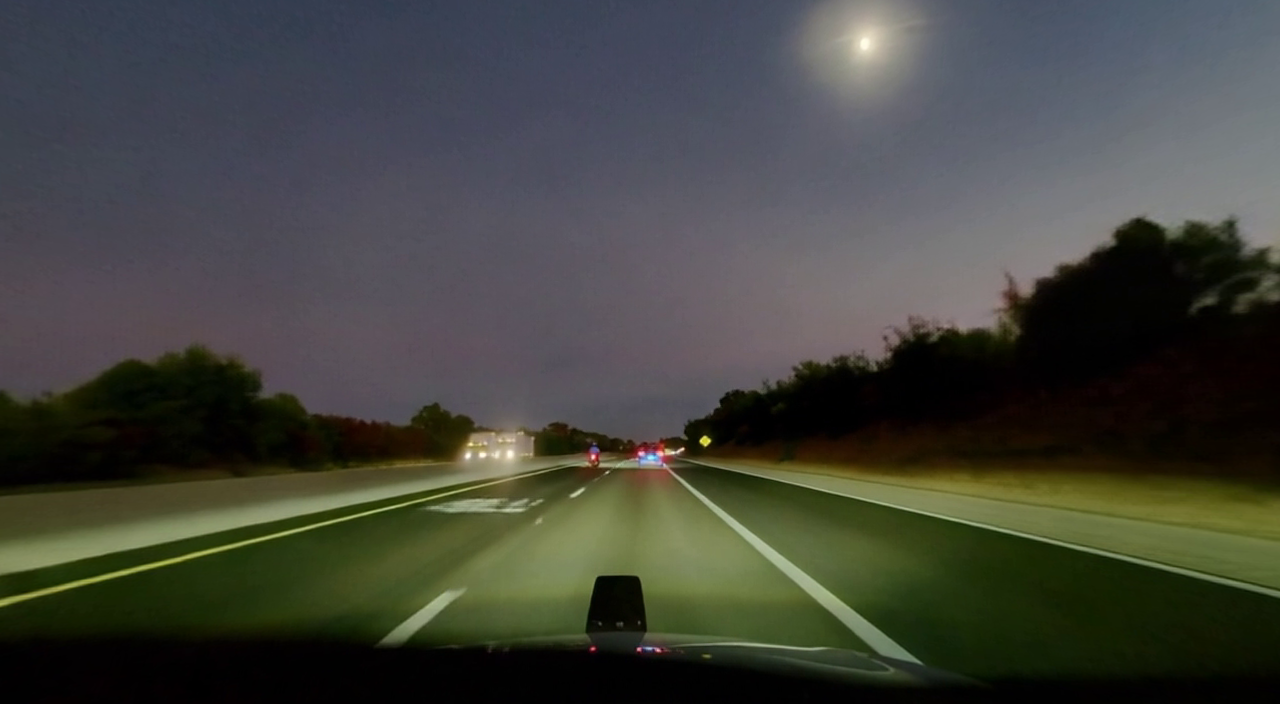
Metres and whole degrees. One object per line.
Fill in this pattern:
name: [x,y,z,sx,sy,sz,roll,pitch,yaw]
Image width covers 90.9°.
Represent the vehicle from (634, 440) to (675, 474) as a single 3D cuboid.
vehicle: [0.802,6.083,36.572,2.247,1.825,4.036,-1,-9,1]
